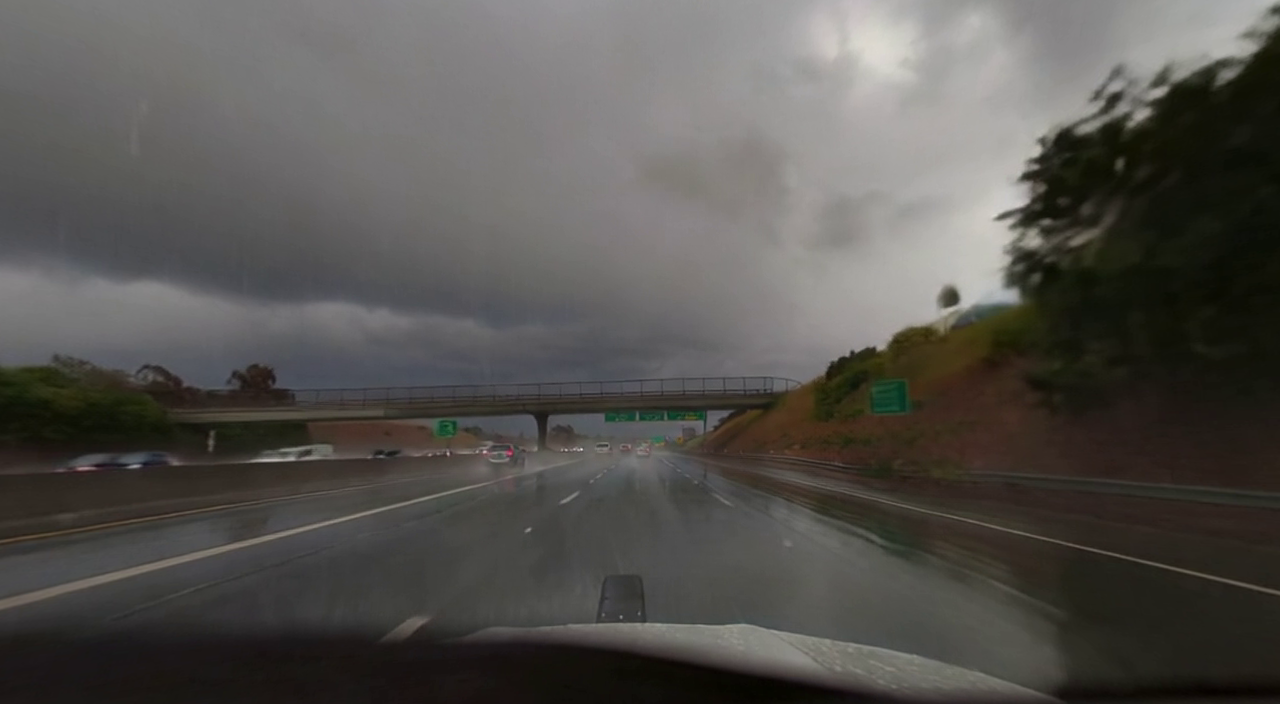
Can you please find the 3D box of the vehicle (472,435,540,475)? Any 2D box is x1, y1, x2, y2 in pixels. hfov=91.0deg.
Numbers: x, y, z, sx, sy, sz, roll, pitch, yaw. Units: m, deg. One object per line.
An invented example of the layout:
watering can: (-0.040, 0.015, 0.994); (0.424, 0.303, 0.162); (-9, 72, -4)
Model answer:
vehicle: (-7.143, 5.582, 34.404); (2.341, 1.959, 5.684); (0, -9, 1)

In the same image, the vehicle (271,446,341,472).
vehicle: (-26.281, 8.428, 49.808); (2.246, 1.917, 5.901); (0, -9, 1)

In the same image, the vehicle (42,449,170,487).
vehicle: (-26.295, 5.708, 31.296); (1.985, 1.697, 4.891); (0, -9, 0)
